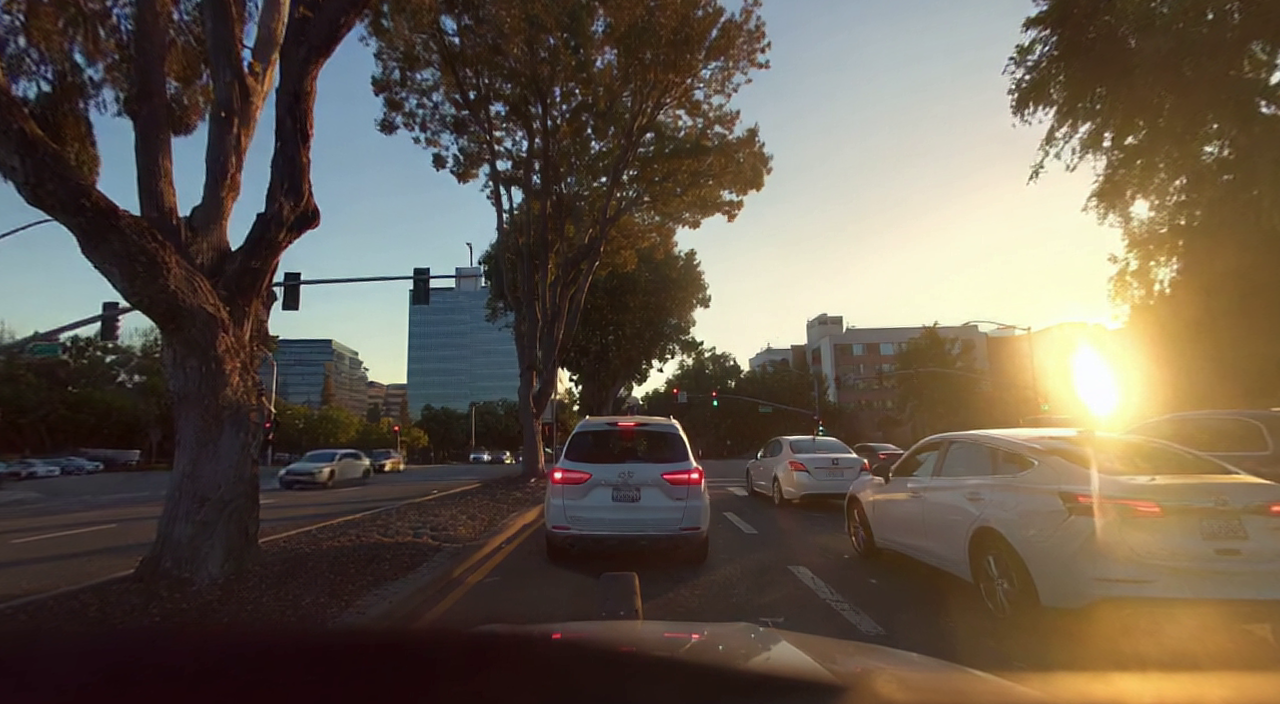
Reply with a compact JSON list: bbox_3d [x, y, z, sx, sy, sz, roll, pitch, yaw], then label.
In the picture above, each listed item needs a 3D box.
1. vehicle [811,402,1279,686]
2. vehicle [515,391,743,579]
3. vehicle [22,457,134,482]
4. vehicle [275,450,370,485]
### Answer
[{"bbox_3d":[3.359,1.421,5.966,2.034,1.558,4.774,0,-9,-1],"label":"vehicle"},{"bbox_3d":[-0.209,1.628,8.466,2.236,1.827,4.316,0,-9,-3],"label":"vehicle"},{"bbox_3d":[-35.106,7.351,39.590,4.845,1.442,1.880,2,-9,-13],"label":"vehicle"},{"bbox_3d":[-14.623,5.320,29.424,2.035,1.454,4.513,0,-9,0],"label":"vehicle"}]
